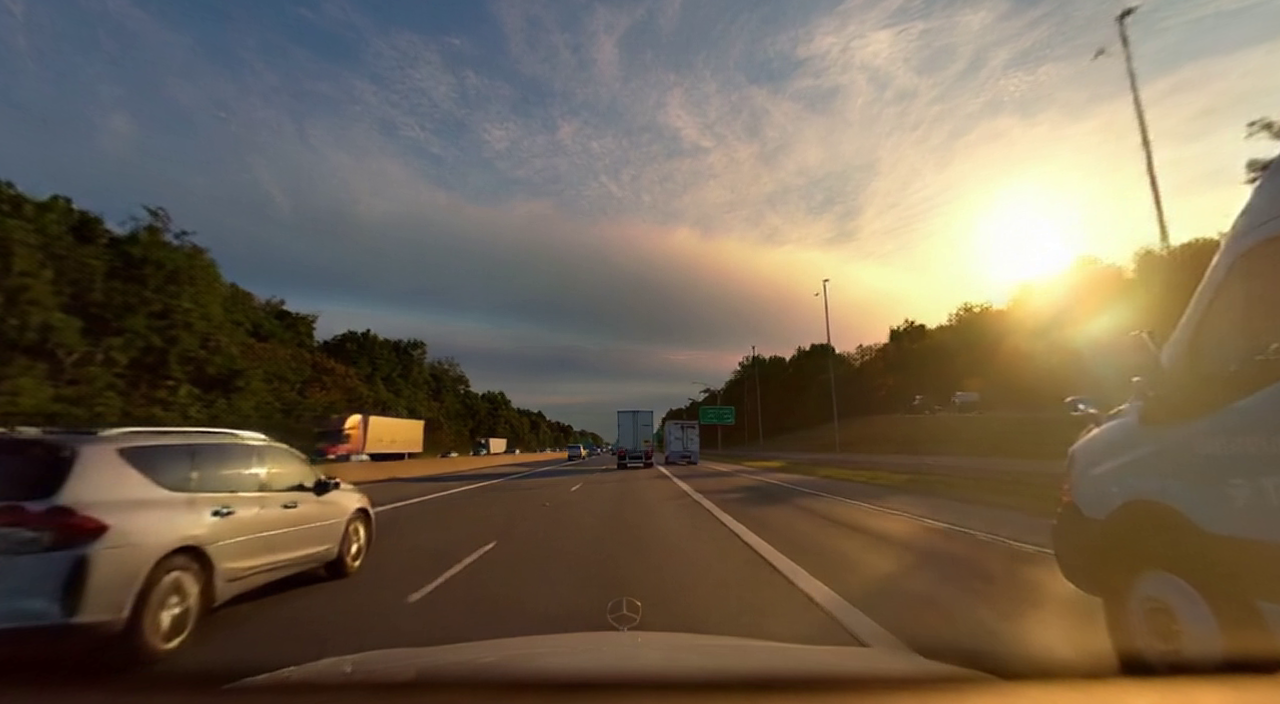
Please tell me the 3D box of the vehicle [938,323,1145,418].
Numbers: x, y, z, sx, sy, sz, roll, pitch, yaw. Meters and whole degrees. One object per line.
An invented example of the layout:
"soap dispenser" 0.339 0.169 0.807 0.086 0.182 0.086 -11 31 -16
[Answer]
"vehicle" 25.409 1.794 41.971 2.982 3.944 15.603 -4 -10 -2

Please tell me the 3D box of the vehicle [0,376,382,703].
"vehicle" -3.818 1.193 4.330 2.175 1.646 4.525 0 -9 0

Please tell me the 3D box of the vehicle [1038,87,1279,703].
"vehicle" 3.632 0.083 0.622 2.338 2.690 6.025 0 -9 -1

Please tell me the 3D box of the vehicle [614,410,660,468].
"vehicle" -0.208 6.868 49.335 3.201 4.019 10.918 0 -9 0
